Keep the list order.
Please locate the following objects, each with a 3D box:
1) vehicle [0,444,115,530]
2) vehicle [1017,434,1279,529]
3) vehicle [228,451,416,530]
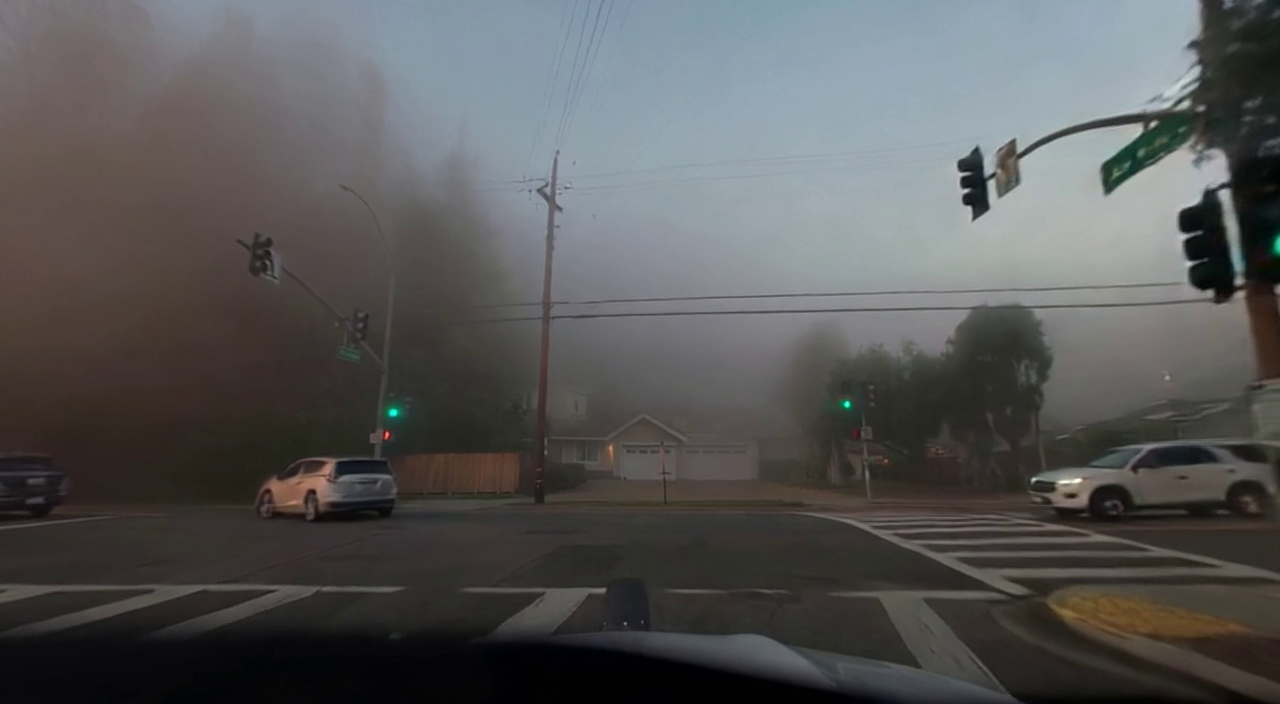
[{"bbox_3d":[-14.202,2.802,13.466,4.485,1.625,1.980,-1,-9,9],"label":"vehicle"},{"bbox_3d":[10.703,2.567,12.842,4.600,1.722,2.074,-1,-9,7],"label":"vehicle"},{"bbox_3d":[-7.464,3.081,14.650,4.512,1.506,2.078,-7,-11,38],"label":"vehicle"}]
